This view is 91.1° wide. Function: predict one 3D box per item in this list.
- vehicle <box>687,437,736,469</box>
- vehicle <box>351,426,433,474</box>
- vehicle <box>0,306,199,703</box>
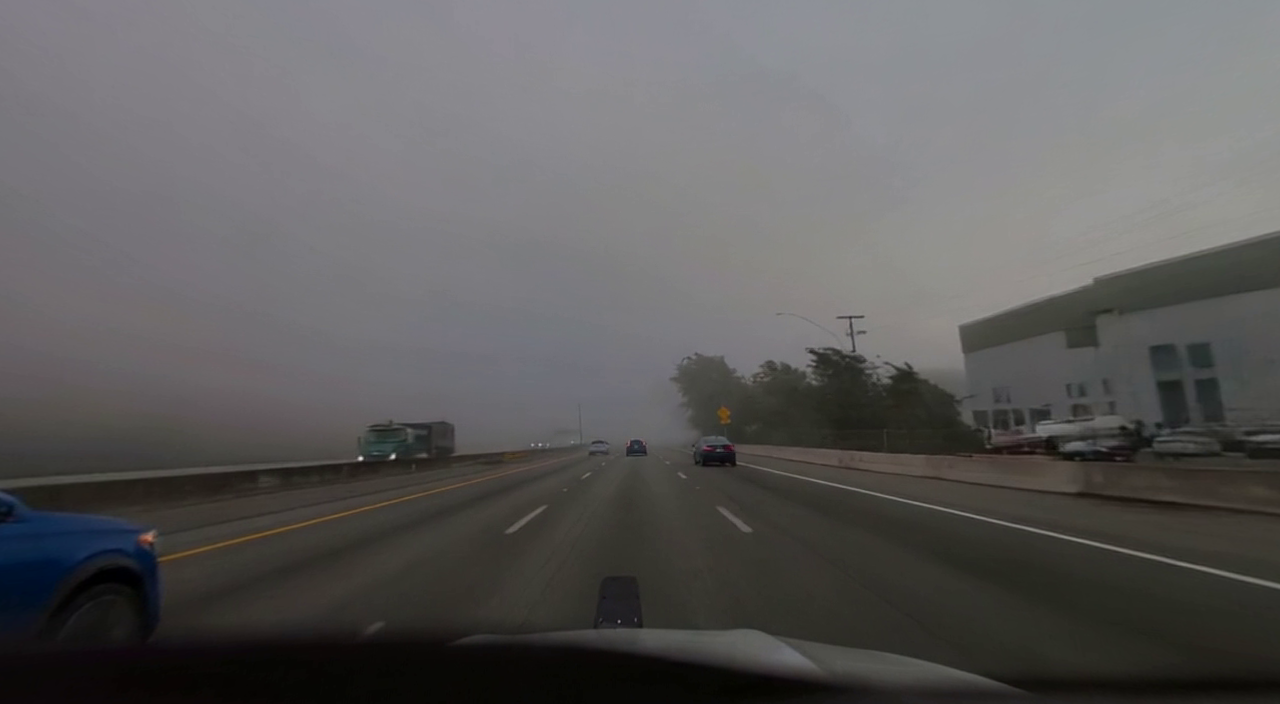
[{"bbox_3d":[3.620,5.147,32.332,1.992,1.532,3.996,0,-8,-1],"label":"vehicle"},{"bbox_3d":[-16.566,6.572,42.567,2.757,2.799,6.953,-3,-8,0],"label":"vehicle"},{"bbox_3d":[-3.563,0.533,0.941,2.272,1.795,4.832,0,-8,0],"label":"vehicle"}]
